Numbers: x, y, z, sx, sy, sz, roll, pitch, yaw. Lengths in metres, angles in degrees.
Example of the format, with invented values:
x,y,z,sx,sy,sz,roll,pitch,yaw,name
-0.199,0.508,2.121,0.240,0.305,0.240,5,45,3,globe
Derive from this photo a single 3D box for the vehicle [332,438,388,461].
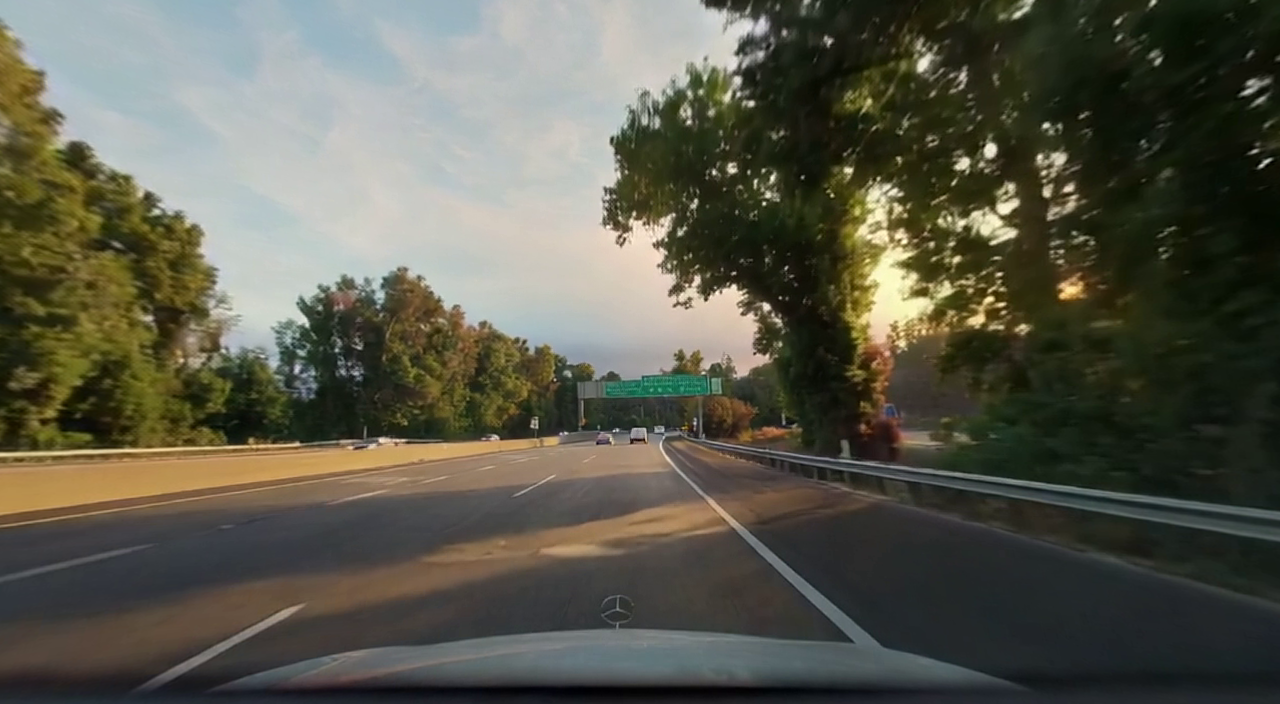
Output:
x,y,z,sx,sy,sz,roll,pitch,yaw,name
-19.341,6.734,43.768,1.855,1.478,4.328,0,-7,1,vehicle
